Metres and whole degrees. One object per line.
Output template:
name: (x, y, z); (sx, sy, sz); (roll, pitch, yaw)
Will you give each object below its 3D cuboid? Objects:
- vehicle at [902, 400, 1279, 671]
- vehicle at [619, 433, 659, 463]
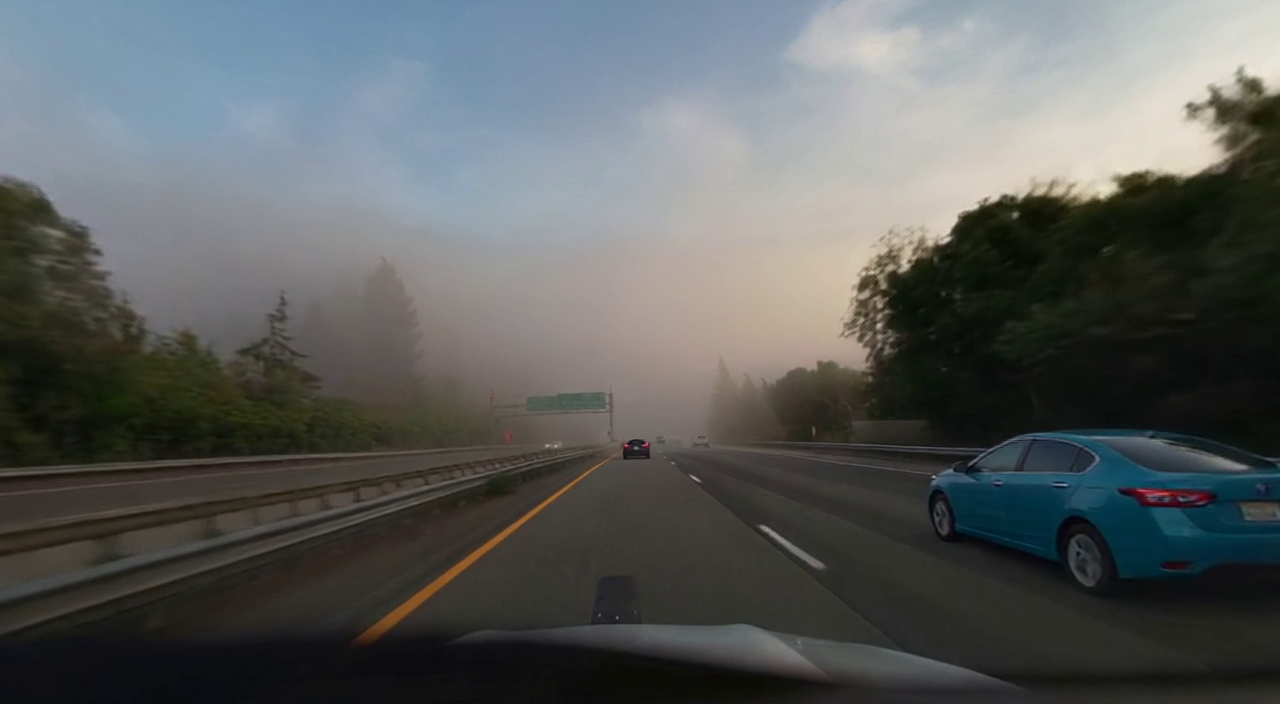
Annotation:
vehicle: (4.393, 1.315, 5.694); (1.981, 1.467, 4.459); (0, -8, -2)
vehicle: (-0.079, 5.260, 34.753); (2.046, 1.526, 3.903); (0, -8, -1)
